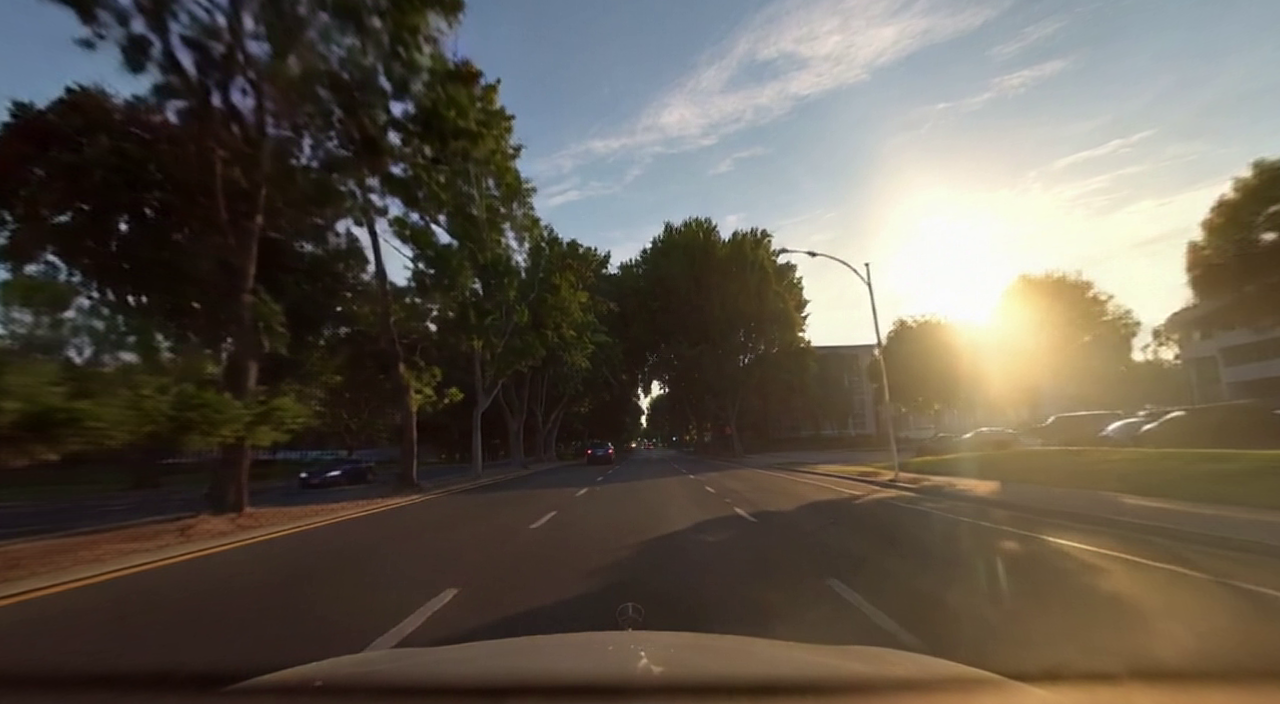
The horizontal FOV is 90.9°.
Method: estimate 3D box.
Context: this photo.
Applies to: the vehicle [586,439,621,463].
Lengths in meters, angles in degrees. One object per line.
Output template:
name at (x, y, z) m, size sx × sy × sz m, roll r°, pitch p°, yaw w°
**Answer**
vehicle at (-2.720, 7.519, 47.990) m, size 2.283 × 1.716 × 4.395 m, roll 0°, pitch -8°, yaw 1°
